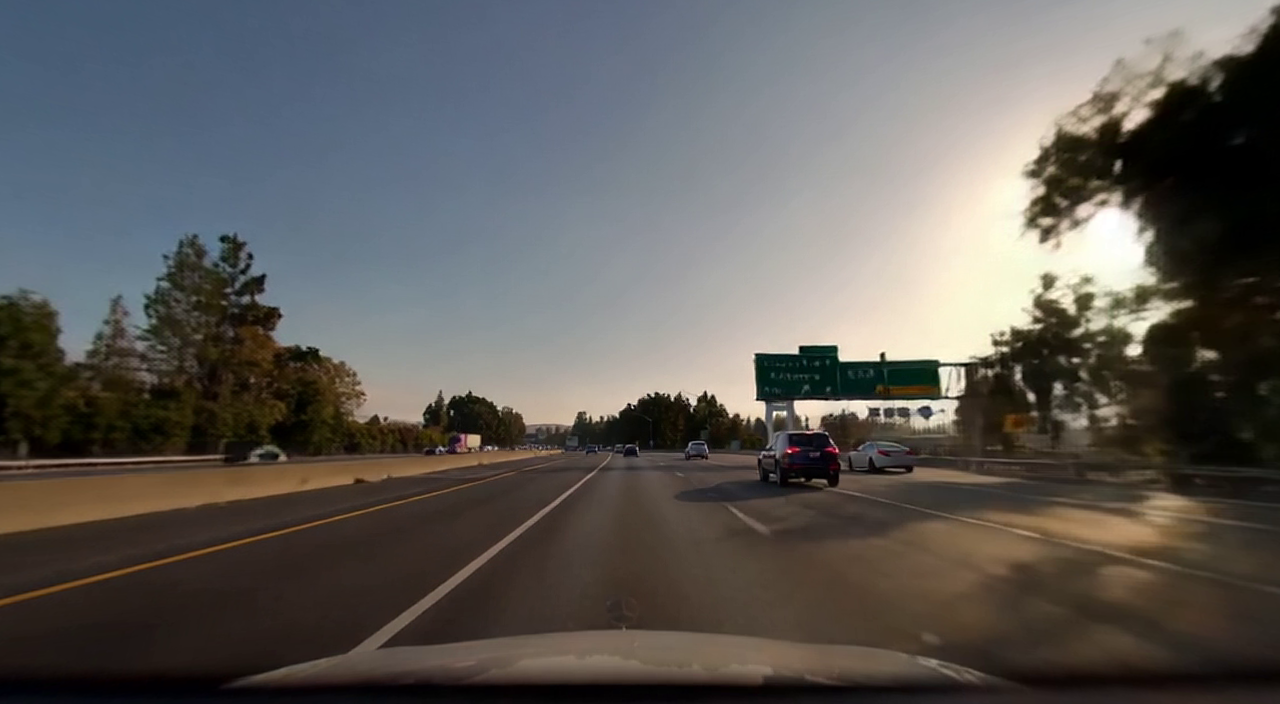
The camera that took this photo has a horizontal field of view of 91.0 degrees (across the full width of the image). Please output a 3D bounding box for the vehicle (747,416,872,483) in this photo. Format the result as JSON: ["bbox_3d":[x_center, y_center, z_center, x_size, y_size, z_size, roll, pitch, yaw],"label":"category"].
[{"bbox_3d":[6.707,4.042,26.388,2.779,2.339,8.073,0,-8,-2],"label":"vehicle"}]

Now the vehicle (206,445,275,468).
[{"bbox_3d":[-28.662,7.486,45.298,1.987,1.600,4.662,0,-8,-1],"label":"vehicle"}]

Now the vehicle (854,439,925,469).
[{"bbox_3d":[14.127,5.796,35.904,2.072,1.611,4.387,0,-8,-2],"label":"vehicle"}]
